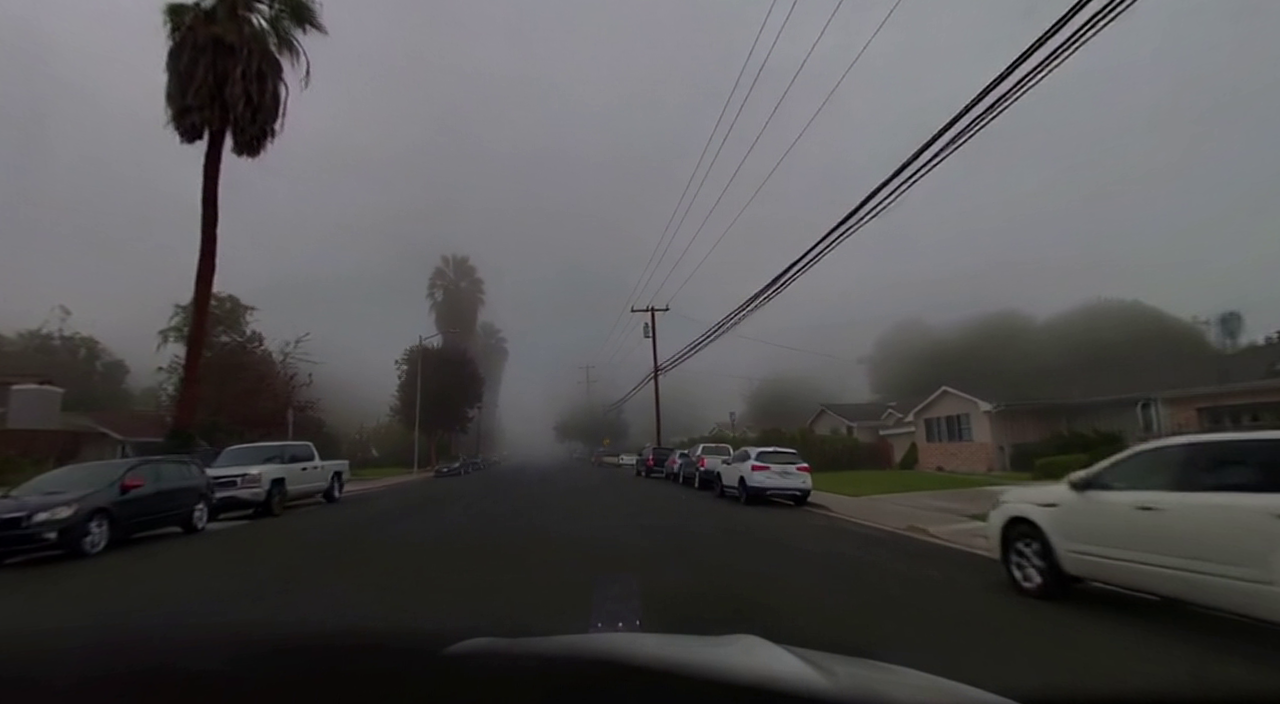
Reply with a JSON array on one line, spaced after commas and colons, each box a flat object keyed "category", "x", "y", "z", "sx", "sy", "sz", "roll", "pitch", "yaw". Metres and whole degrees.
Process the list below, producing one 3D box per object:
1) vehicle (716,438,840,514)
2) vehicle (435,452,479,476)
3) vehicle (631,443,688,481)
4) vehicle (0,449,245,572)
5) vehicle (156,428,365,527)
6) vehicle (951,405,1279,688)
[{"category": "vehicle", "x": 3.373, "y": 3.143, "z": 16.455, "sx": 1.894, "sy": 1.675, "sz": 4.294, "roll": 1, "pitch": -9, "yaw": -5}, {"category": "vehicle", "x": -12.183, "y": 7.464, "z": 42.346, "sx": 2.013, "sy": 1.483, "sz": 4.645, "roll": 1, "pitch": -9, "yaw": -6}, {"category": "vehicle", "x": 0.947, "y": 5.733, "z": 33.303, "sx": 2.115, "sy": 1.826, "sz": 4.871, "roll": 2, "pitch": -9, "yaw": -9}, {"category": "vehicle", "x": -8.164, "y": 2.273, "z": 9.880, "sx": 1.801, "sy": 1.477, "sz": 4.239, "roll": 2, "pitch": -9, "yaw": -10}, {"category": "vehicle", "x": -8.852, "y": 2.969, "z": 15.584, "sx": 2.300, "sy": 1.943, "sz": 5.744, "roll": 1, "pitch": -9, "yaw": -9}, {"category": "vehicle", "x": 4.577, "y": 1.256, "z": 4.474, "sx": 1.943, "sy": 1.623, "sz": 4.471, "roll": 2, "pitch": -9, "yaw": -9}]
